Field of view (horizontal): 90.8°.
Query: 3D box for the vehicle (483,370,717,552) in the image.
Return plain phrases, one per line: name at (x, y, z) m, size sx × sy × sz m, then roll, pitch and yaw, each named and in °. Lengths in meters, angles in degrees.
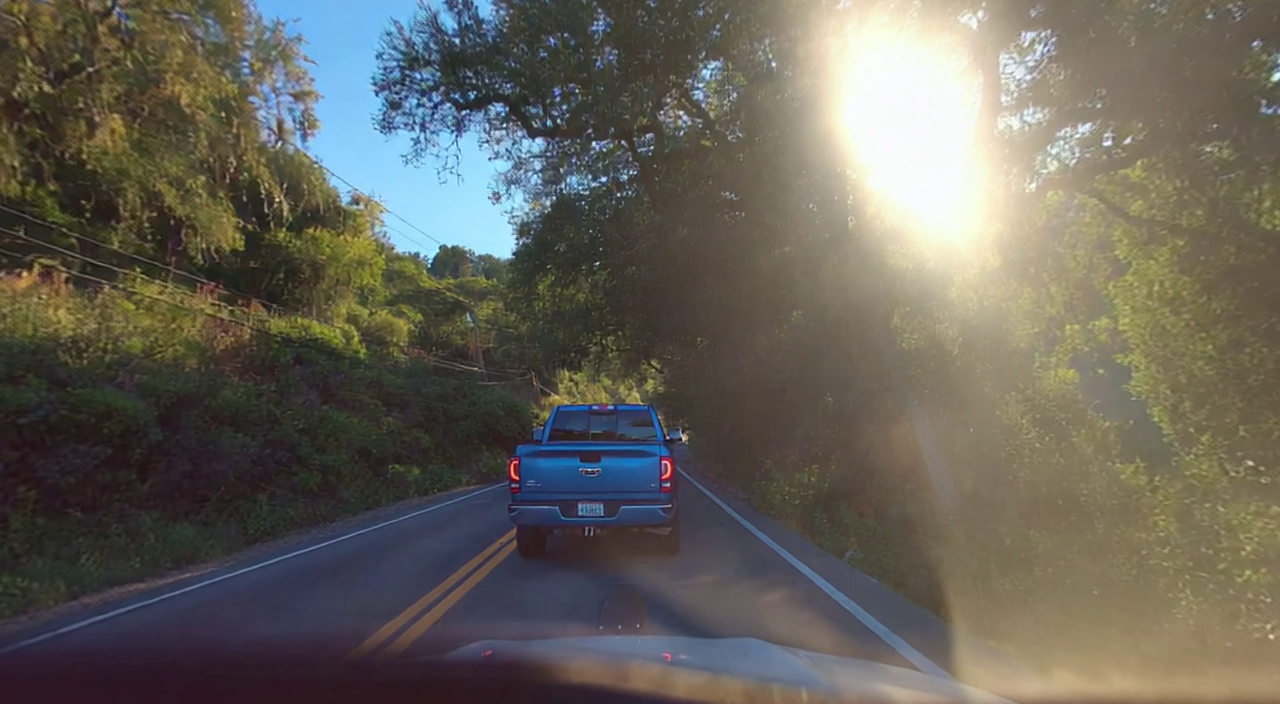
vehicle at (-0.528, 1.762, 10.747) m, size 2.837 × 2.223 × 5.885 m, roll 0°, pitch -8°, yaw -1°
